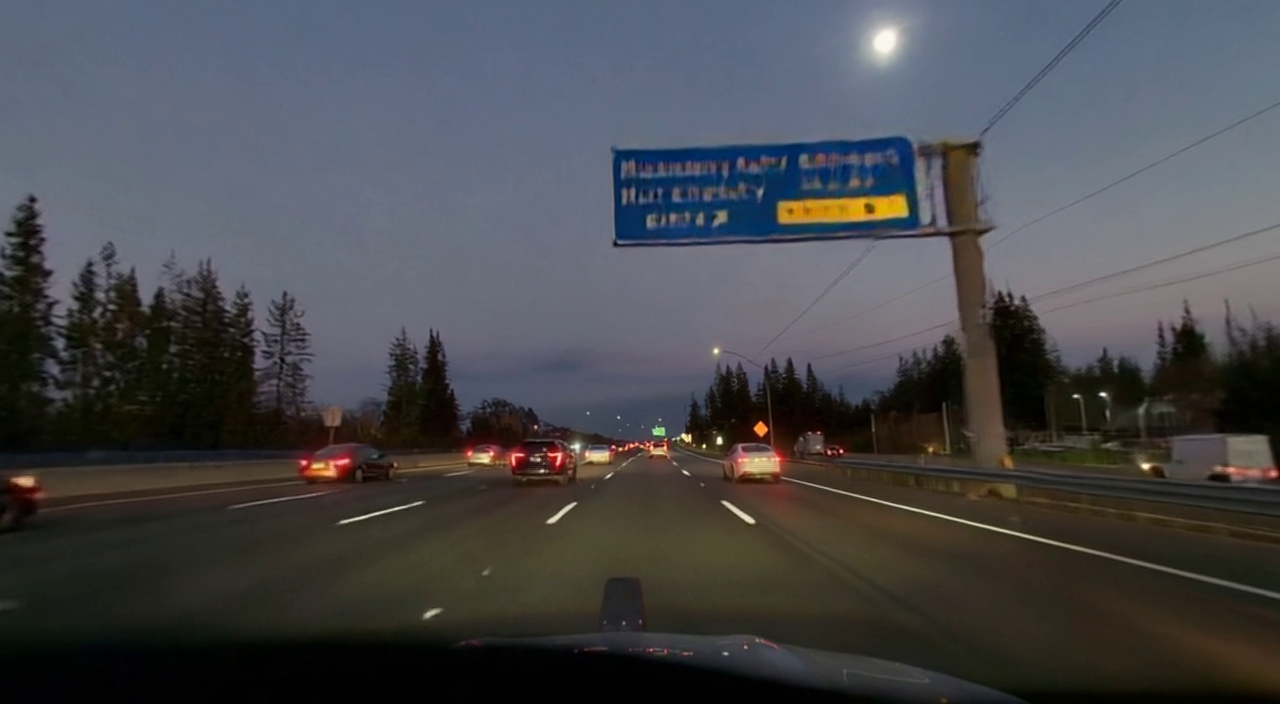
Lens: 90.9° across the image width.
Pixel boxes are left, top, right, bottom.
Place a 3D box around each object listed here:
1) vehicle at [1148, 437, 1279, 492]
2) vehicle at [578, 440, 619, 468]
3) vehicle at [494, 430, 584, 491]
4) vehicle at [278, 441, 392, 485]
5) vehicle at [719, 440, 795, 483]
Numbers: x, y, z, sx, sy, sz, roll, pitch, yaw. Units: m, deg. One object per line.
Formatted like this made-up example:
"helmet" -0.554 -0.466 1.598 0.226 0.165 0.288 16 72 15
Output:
"vehicle" 26.103 4.857 27.534 5.833 2.255 2.187 0 -8 0
"vehicle" -2.567 6.393 39.752 2.133 1.668 4.505 0 -8 2
"vehicle" -3.153 3.513 20.760 2.133 1.775 4.530 0 -8 1
"vehicle" -11.128 4.054 23.439 1.877 1.458 4.543 0 -8 1
"vehicle" 4.399 4.188 24.444 2.022 1.472 4.678 0 -8 0
